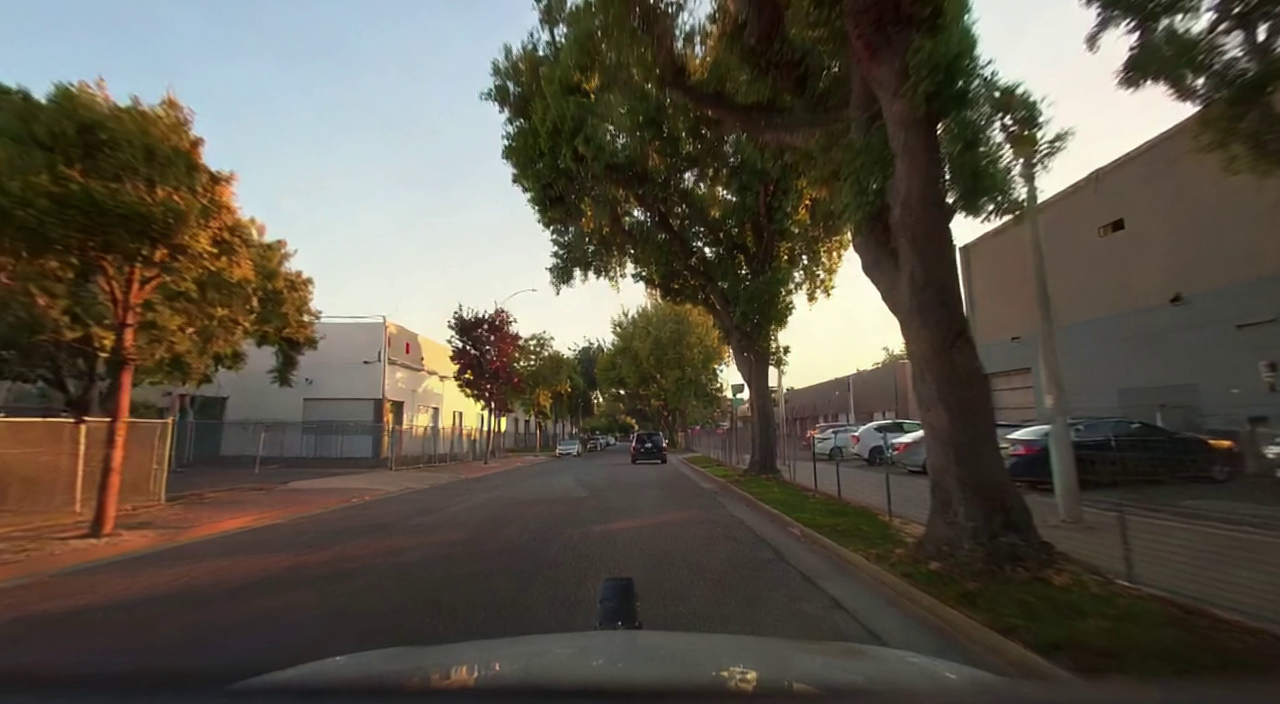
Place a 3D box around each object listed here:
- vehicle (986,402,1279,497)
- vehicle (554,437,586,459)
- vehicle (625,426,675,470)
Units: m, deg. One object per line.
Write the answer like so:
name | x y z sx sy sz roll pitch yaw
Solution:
vehicle | 9.269 1.827 11.997 4.164 1.640 1.953 0 -8 3
vehicle | -5.438 7.533 49.361 1.938 1.500 4.130 -3 -9 -1
vehicle | 0.491 4.443 29.485 2.152 1.874 4.042 0 -8 1
